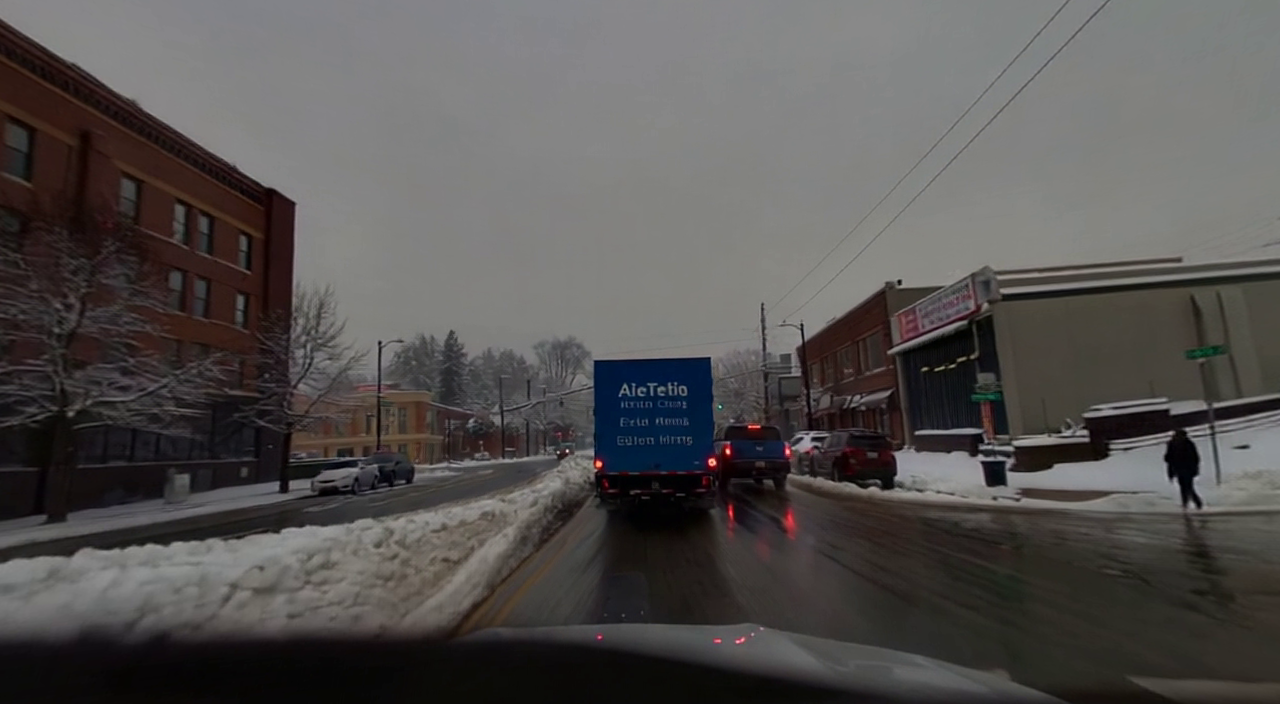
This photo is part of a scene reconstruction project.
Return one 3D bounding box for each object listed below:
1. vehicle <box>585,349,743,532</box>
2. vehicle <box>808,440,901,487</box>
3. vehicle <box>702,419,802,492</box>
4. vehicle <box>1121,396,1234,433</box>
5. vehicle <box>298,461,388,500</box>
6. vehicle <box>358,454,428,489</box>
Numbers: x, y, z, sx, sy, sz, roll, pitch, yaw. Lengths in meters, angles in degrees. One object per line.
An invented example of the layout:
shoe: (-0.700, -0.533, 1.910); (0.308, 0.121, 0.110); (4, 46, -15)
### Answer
vehicle: (0.287, 1.856, 13.216); (2.517, 2.926, 6.177); (0, -9, -2)
vehicle: (7.708, 4.033, 23.045); (1.951, 1.548, 4.290); (0, -9, 1)
vehicle: (3.473, 3.375, 20.735); (2.346, 2.062, 5.236); (0, -9, 0)
vehicle: (25.968, 3.090, 30.518); (1.811, 1.623, 3.921); (0, -9, -3)
vehicle: (-13.320, 5.758, 28.502); (1.901, 1.508, 4.405); (0, -8, 0)
vehicle: (-13.159, 6.367, 33.717); (1.943, 1.682, 4.365); (0, -8, 0)
